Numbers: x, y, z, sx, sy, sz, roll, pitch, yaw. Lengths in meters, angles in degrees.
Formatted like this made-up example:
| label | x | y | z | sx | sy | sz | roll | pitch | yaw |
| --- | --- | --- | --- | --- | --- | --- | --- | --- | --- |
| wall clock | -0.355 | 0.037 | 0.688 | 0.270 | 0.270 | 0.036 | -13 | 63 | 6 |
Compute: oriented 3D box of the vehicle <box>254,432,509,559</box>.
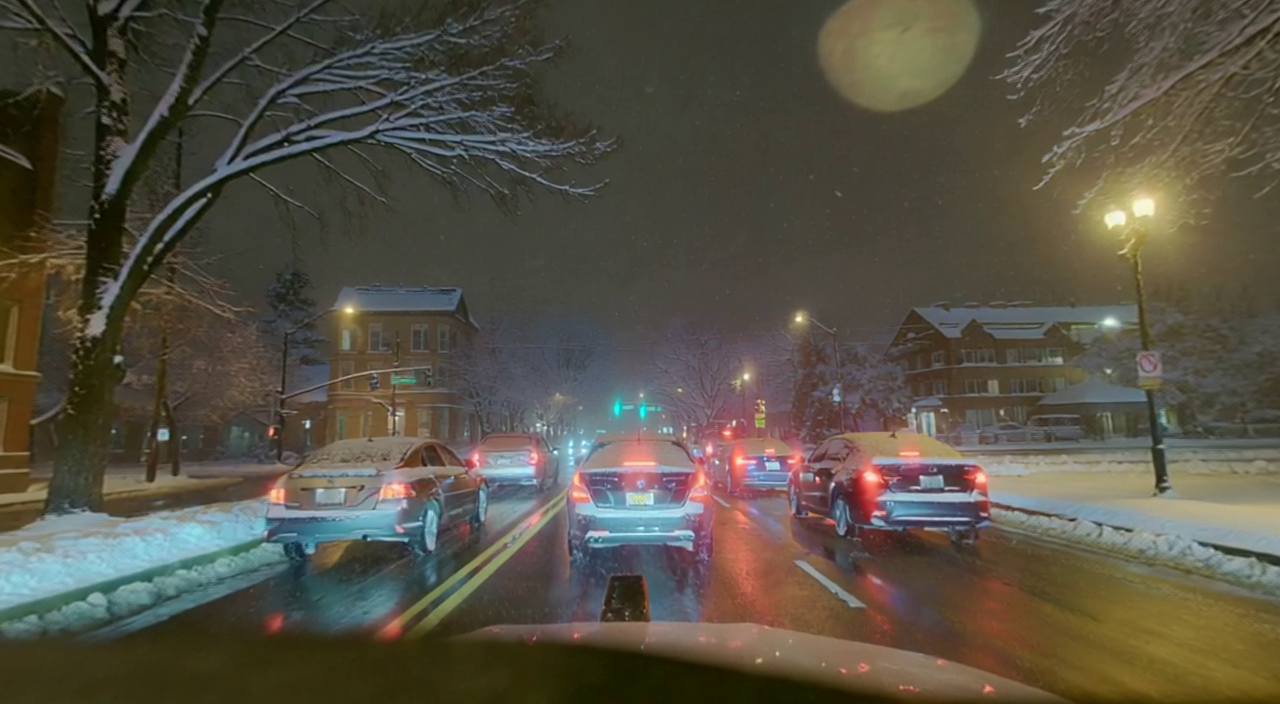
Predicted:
| label | x | y | z | sx | sy | sz | roll | pitch | yaw |
| --- | --- | --- | --- | --- | --- | --- | --- | --- | --- |
| vehicle | -3.464 | 1.985 | 9.469 | 2.002 | 1.465 | 4.098 | 0 | -8 | 1 |

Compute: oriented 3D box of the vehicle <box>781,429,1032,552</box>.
| label | x | y | z | sx | sy | sz | roll | pitch | yaw |
| --- | --- | --- | --- | --- | --- | --- | --- | --- | --- |
| vehicle | 3.784 | 2.029 | 10.028 | 1.990 | 1.486 | 4.431 | 0 | -8 | -1 |

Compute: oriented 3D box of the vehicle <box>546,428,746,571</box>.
| label | x | y | z | sx | sy | sz | roll | pitch | yaw |
| --- | --- | --- | --- | --- | --- | --- | --- | --- | --- |
| vehicle | 0.046 | 1.842 | 8.660 | 2.101 | 1.480 | 3.929 | 0 | -8 | 0 |
